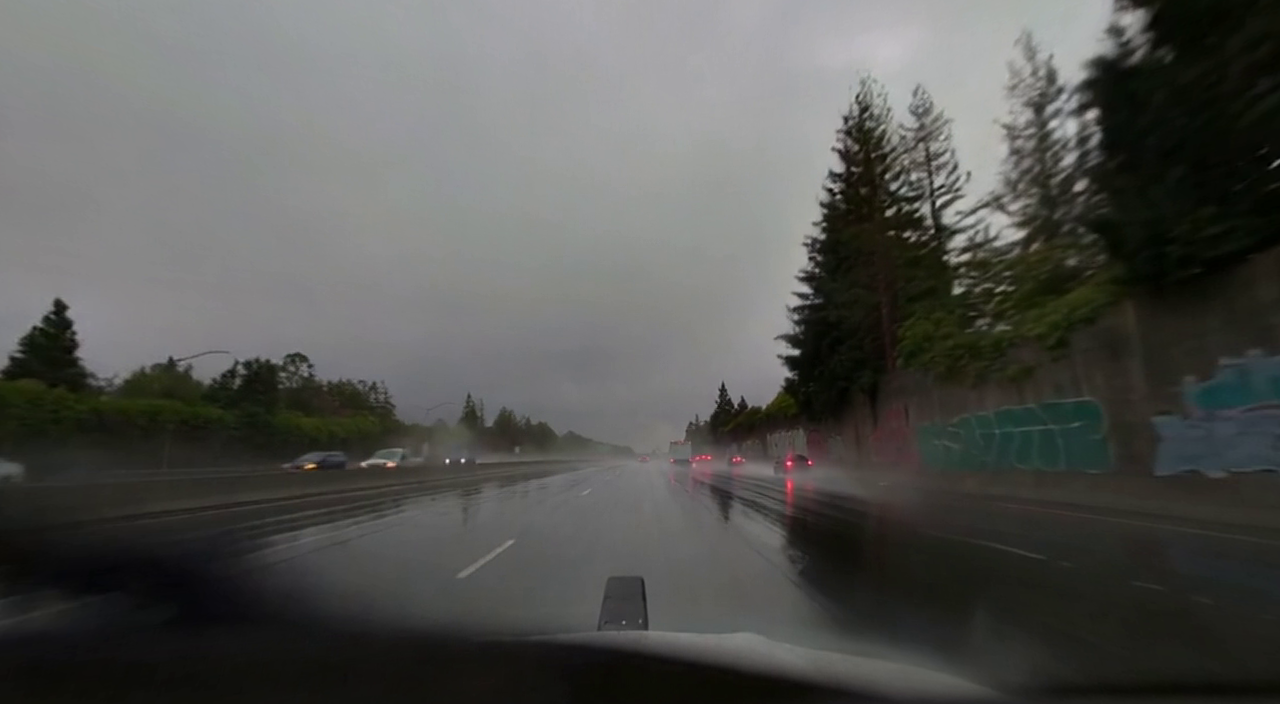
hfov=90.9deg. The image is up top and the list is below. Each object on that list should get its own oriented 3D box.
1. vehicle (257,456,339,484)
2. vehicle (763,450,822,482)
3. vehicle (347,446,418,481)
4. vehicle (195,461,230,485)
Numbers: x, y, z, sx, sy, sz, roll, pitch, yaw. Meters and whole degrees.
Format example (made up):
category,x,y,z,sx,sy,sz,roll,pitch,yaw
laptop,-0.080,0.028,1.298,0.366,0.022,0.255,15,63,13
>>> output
category,x,y,z,sx,sy,sz,roll,pitch,yaw
vehicle,-19.069,6.561,35.364,1.985,1.429,4.497,0,-9,1
vehicle,7.762,5.850,32.538,1.907,1.495,4.517,0,-9,0
vehicle,-15.240,6.626,37.653,2.130,1.948,4.751,0,-9,1
vehicle,-32.018,9.031,47.280,1.873,1.614,4.321,5,-10,-31
